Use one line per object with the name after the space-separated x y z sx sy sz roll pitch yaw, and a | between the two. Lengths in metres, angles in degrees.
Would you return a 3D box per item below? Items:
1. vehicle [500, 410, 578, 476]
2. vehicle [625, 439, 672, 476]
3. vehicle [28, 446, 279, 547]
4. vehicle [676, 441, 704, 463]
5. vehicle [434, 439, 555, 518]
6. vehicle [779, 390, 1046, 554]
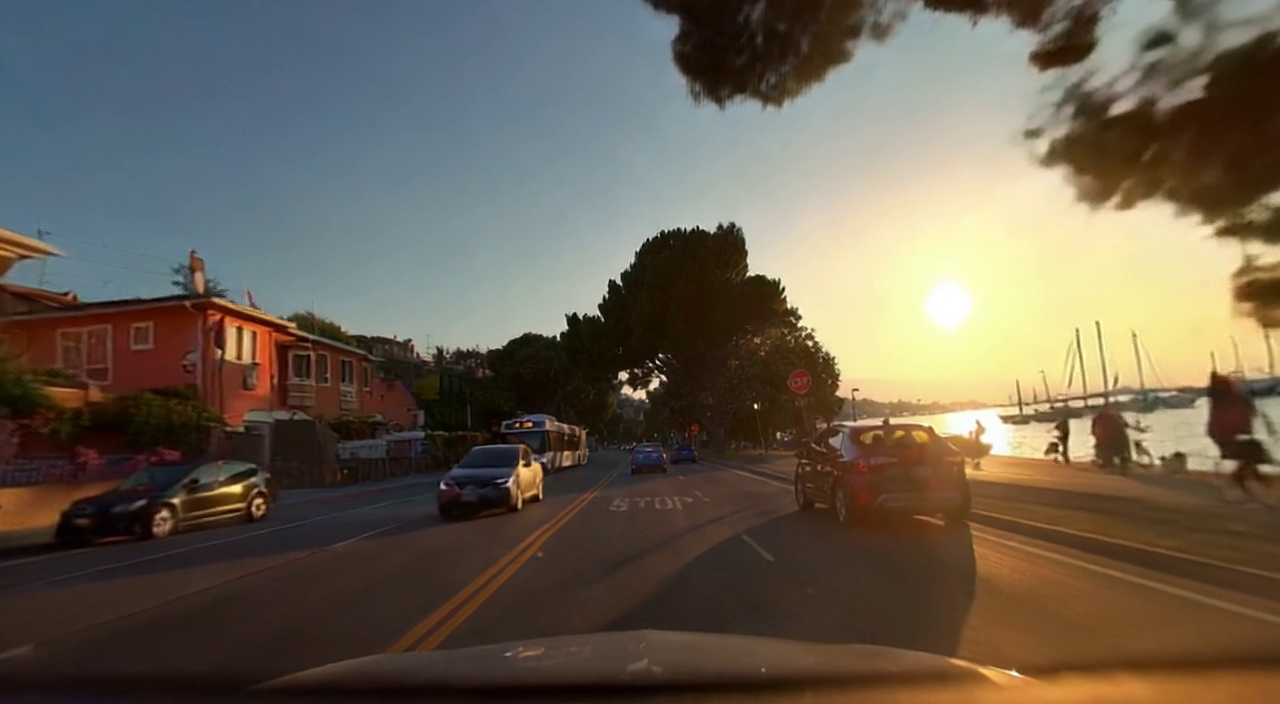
-5.972 5.638 39.135 3.102 3.524 9.830 -1 -8 1 | vehicle
0.359 5.102 30.798 2.132 1.632 3.838 -1 -8 -1 | vehicle
-10.784 3.150 14.604 2.107 1.868 4.690 -1 -8 -1 | vehicle
3.895 7.873 49.908 1.876 1.626 3.851 -1 -8 -1 | vehicle
-3.284 2.907 15.116 1.893 1.583 4.107 -1 -8 1 | vehicle
3.557 1.667 9.361 2.000 1.809 4.405 -1 -8 1 | vehicle
